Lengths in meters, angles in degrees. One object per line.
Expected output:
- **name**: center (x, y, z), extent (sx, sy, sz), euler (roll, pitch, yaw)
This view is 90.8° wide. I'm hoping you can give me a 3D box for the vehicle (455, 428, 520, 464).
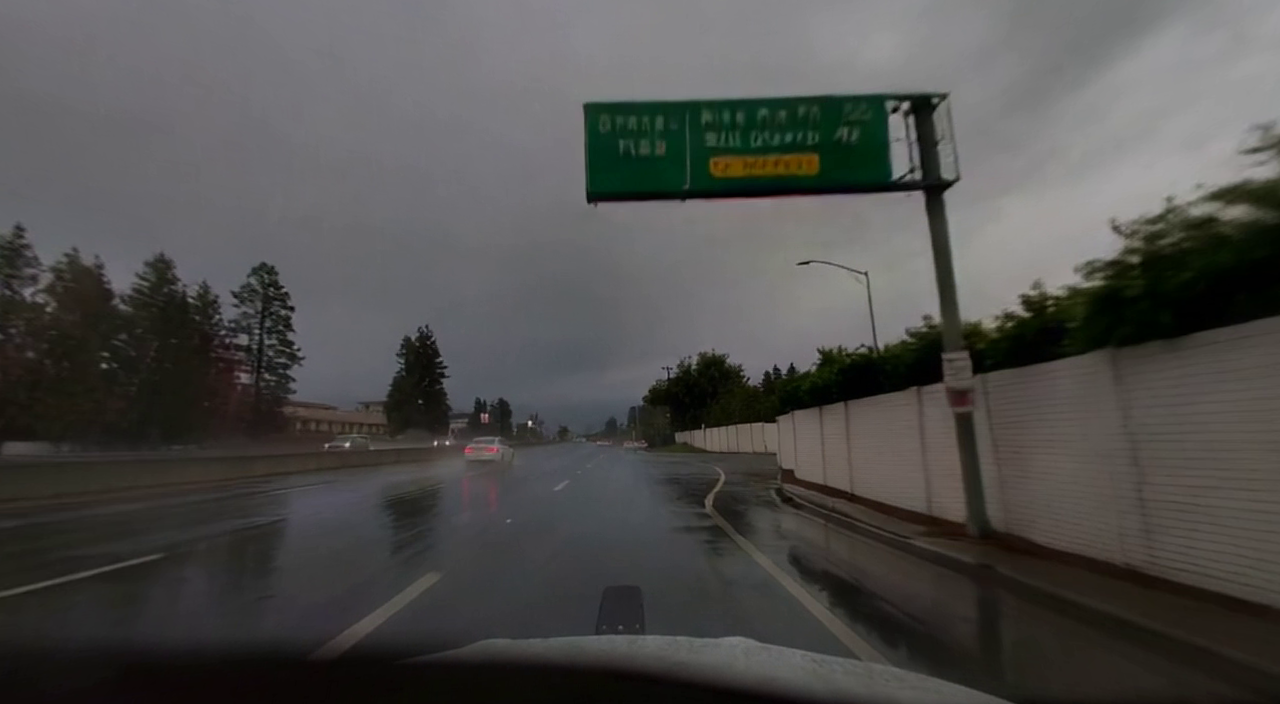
- **vehicle**: center (-7.698, 4.815, 32.371), extent (2.115, 1.711, 4.722), euler (0, -8, 1)
